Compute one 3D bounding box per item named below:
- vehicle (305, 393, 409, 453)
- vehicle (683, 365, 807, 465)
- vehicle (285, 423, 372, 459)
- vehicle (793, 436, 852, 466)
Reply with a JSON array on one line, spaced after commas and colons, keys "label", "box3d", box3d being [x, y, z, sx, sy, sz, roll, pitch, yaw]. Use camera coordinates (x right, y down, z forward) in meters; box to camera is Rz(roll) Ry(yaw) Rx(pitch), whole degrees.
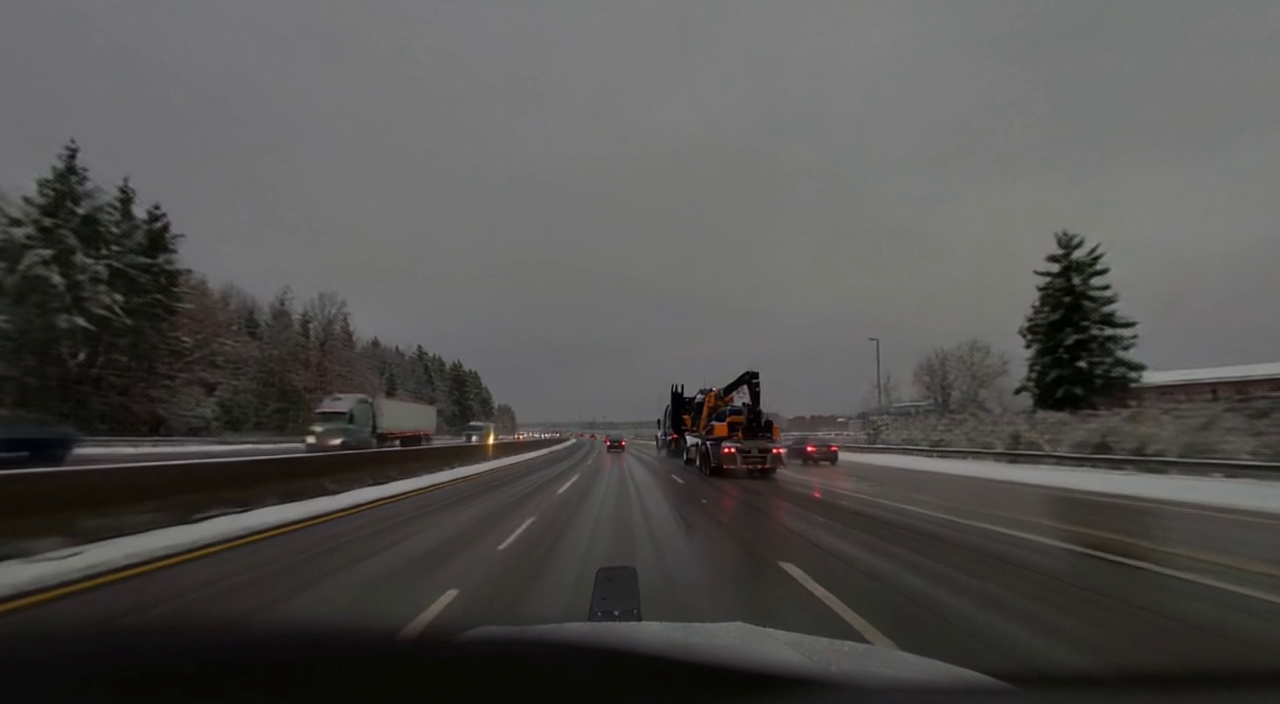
[{"label": "vehicle", "box3d": [-19.854, 5.229, 45.153, 3.022, 3.791, 10.271, 0, -8, -3]}, {"label": "vehicle", "box3d": [3.624, 2.563, 24.207, 2.833, 3.180, 8.004, 1, -8, -4]}, {"label": "vehicle", "box3d": [-15.682, 4.513, 32.000, 2.205, 1.666, 4.526, 0, -8, -2]}, {"label": "vehicle", "box3d": [9.748, 5.287, 33.973, 1.820, 1.469, 4.257, 0, -8, -1]}]
